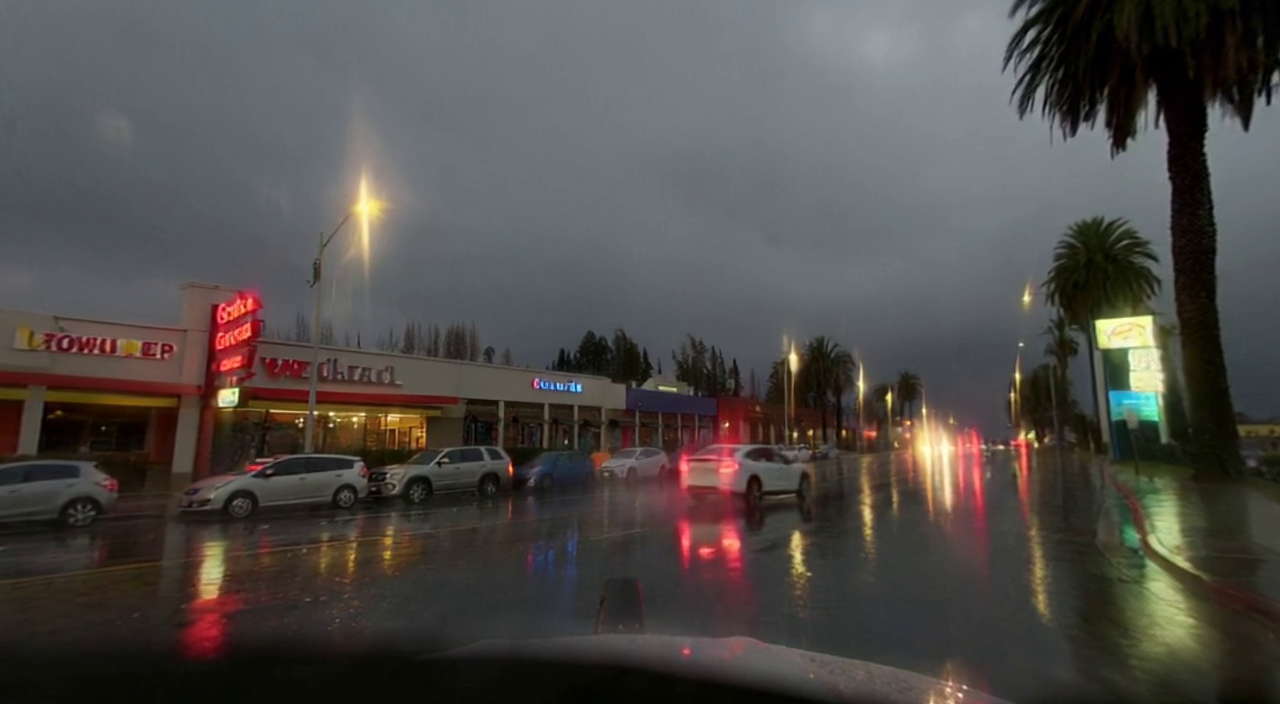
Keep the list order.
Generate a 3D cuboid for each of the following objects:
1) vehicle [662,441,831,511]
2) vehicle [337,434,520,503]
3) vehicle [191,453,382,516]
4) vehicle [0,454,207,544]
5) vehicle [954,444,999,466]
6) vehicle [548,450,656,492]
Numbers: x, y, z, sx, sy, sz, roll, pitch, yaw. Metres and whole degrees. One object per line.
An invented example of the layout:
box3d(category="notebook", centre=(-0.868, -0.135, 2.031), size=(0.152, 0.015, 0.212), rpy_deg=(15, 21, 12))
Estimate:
box3d(category="vehicle", centre=(2.967, 3.137, 16.599), size=(2.232, 1.513, 5.090), rpy_deg=(-6, -11, 37))
box3d(category="vehicle", centre=(-6.161, 3.597, 19.010), size=(1.989, 1.792, 4.884), rpy_deg=(-9, -15, 36))
box3d(category="vehicle", centre=(-10.559, 3.901, 19.143), size=(1.900, 1.615, 4.573), rpy_deg=(-6, -11, 37))
box3d(category="vehicle", centre=(-11.423, 2.736, 12.006), size=(1.854, 1.482, 4.756), rpy_deg=(-6, -11, 37))
box3d(category="vehicle", centre=(24.431, 7.399, 45.572), size=(2.035, 1.485, 4.849), rpy_deg=(-6, -11, 37))
box3d(category="vehicle", centre=(-1.404, 4.647, 25.003), size=(1.837, 1.468, 4.389), rpy_deg=(-6, -11, 37))
